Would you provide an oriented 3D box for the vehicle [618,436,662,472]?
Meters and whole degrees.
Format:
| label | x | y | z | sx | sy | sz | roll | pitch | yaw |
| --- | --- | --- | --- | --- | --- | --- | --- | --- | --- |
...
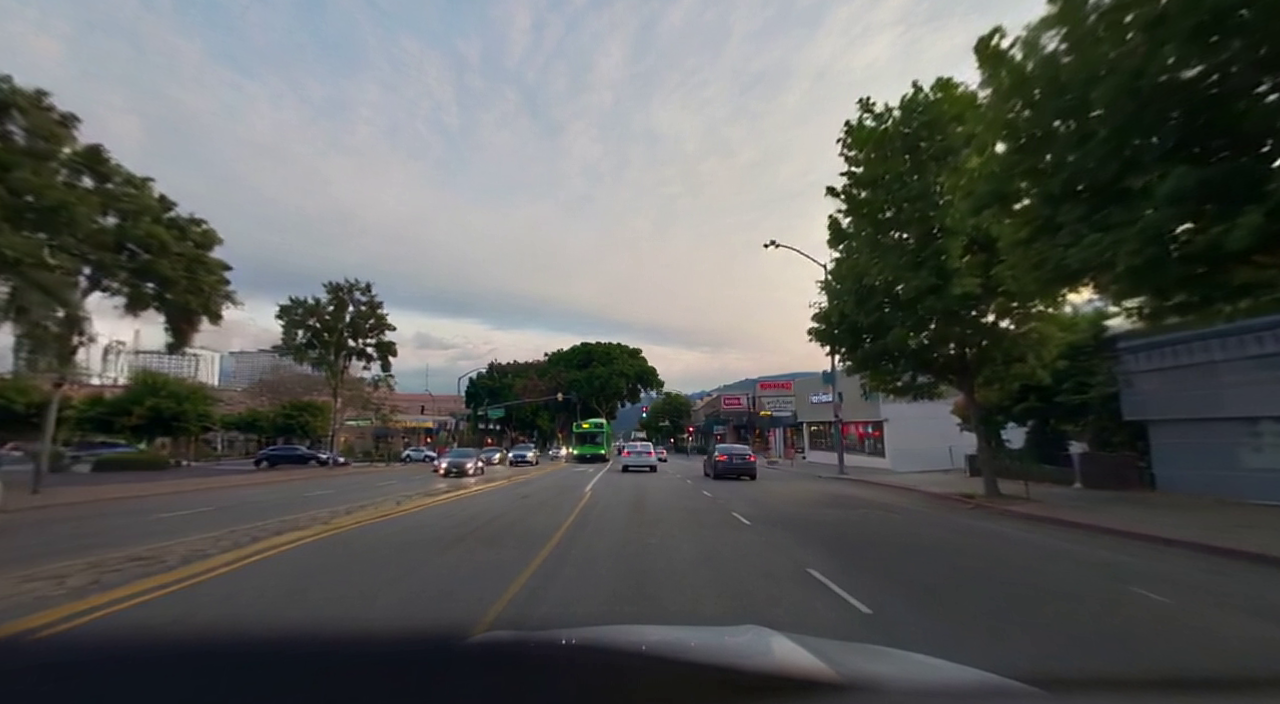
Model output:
| label | x | y | z | sx | sy | sz | roll | pitch | yaw |
| --- | --- | --- | --- | --- | --- | --- | --- | --- | --- |
| vehicle | -0.032 | 5.618 | 34.883 | 2.301 | 1.837 | 4.411 | 0 | -8 | -1 |

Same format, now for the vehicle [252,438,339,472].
| label | x | y | z | sx | sy | sz | roll | pitch | yaw |
| --- | --- | --- | --- | --- | --- | --- | --- | --- | --- |
| vehicle | -22.102 | 6.652 | 40.844 | 2.306 | 1.967 | 6.392 | 1 | -9 | -3 |

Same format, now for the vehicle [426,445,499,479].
| label | x | y | z | sx | sy | sz | roll | pitch | yaw |
| --- | --- | --- | --- | --- | --- | --- | --- | --- | --- |
| vehicle | -8.315 | 5.181 | 29.988 | 2.228 | 1.476 | 4.162 | 0 | -8 | 0 |

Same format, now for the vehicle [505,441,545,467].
| label | x | y | z | sx | sy | sz | roll | pitch | yaw |
| --- | --- | --- | --- | --- | --- | --- | --- | --- | --- |
| vehicle | -8.537 | 7.569 | 47.042 | 2.154 | 1.832 | 4.820 | 0 | -8 | -1 |

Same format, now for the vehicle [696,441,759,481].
| label | x | y | z | sx | sy | sz | roll | pitch | yaw |
| --- | --- | --- | --- | --- | --- | --- | --- | --- | --- |
| vehicle | 3.658 | 4.609 | 26.985 | 2.046 | 1.540 | 3.883 | 0 | -8 | -1 |
